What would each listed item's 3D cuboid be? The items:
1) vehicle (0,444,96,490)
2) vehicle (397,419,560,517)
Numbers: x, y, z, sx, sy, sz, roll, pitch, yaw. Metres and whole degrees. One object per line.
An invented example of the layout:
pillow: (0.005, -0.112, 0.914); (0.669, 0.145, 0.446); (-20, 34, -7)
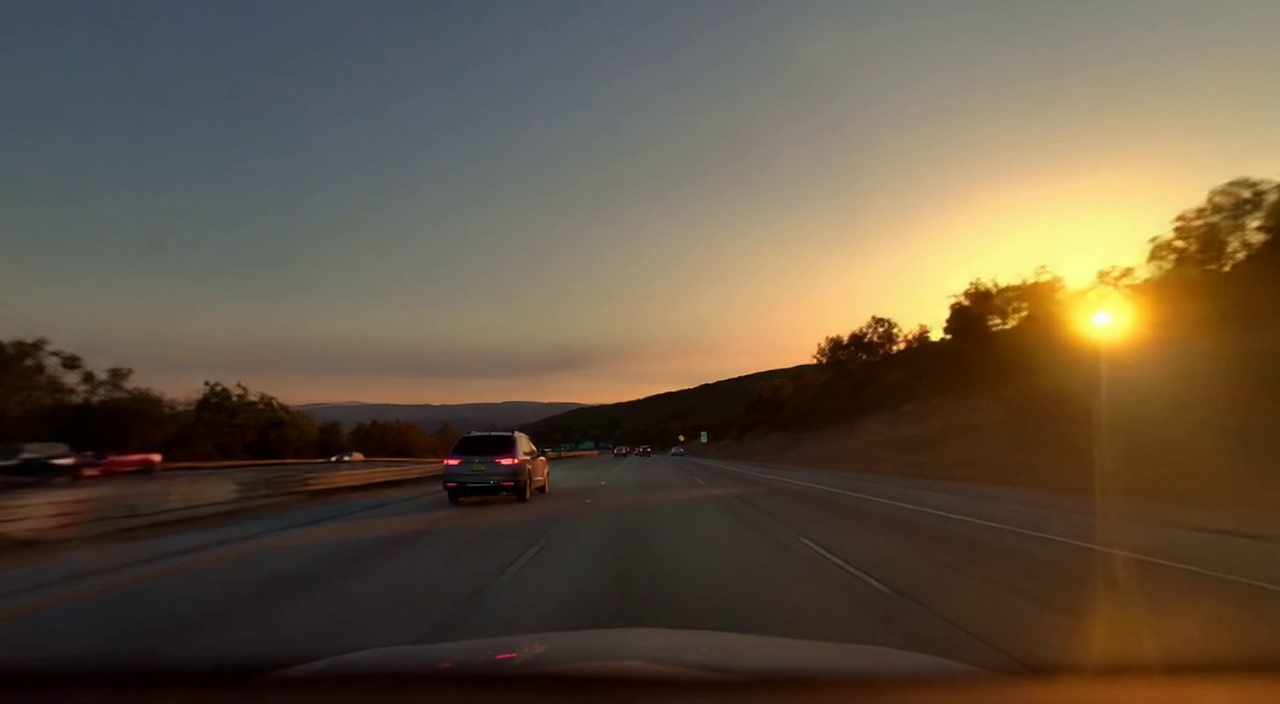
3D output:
vehicle: (-29.084, 5.246, 29.016); (2.420, 1.974, 6.229); (0, -9, 0)
vehicle: (-3.542, 2.705, 15.228); (2.379, 1.918, 5.504); (0, -9, 1)
